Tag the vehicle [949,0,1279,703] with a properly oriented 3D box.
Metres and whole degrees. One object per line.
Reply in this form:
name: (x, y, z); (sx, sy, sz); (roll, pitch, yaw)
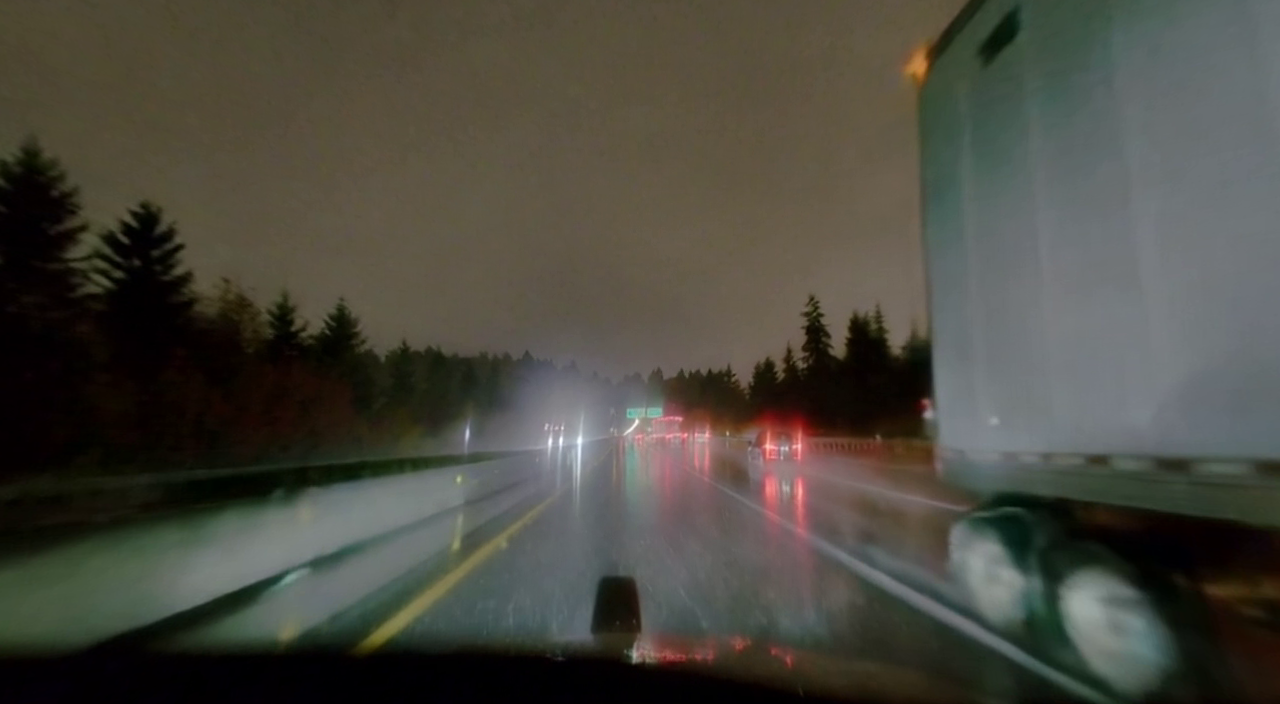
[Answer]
vehicle: (3.583, -0.395, 1.011); (3.004, 3.894, 5.738); (0, -8, -1)
